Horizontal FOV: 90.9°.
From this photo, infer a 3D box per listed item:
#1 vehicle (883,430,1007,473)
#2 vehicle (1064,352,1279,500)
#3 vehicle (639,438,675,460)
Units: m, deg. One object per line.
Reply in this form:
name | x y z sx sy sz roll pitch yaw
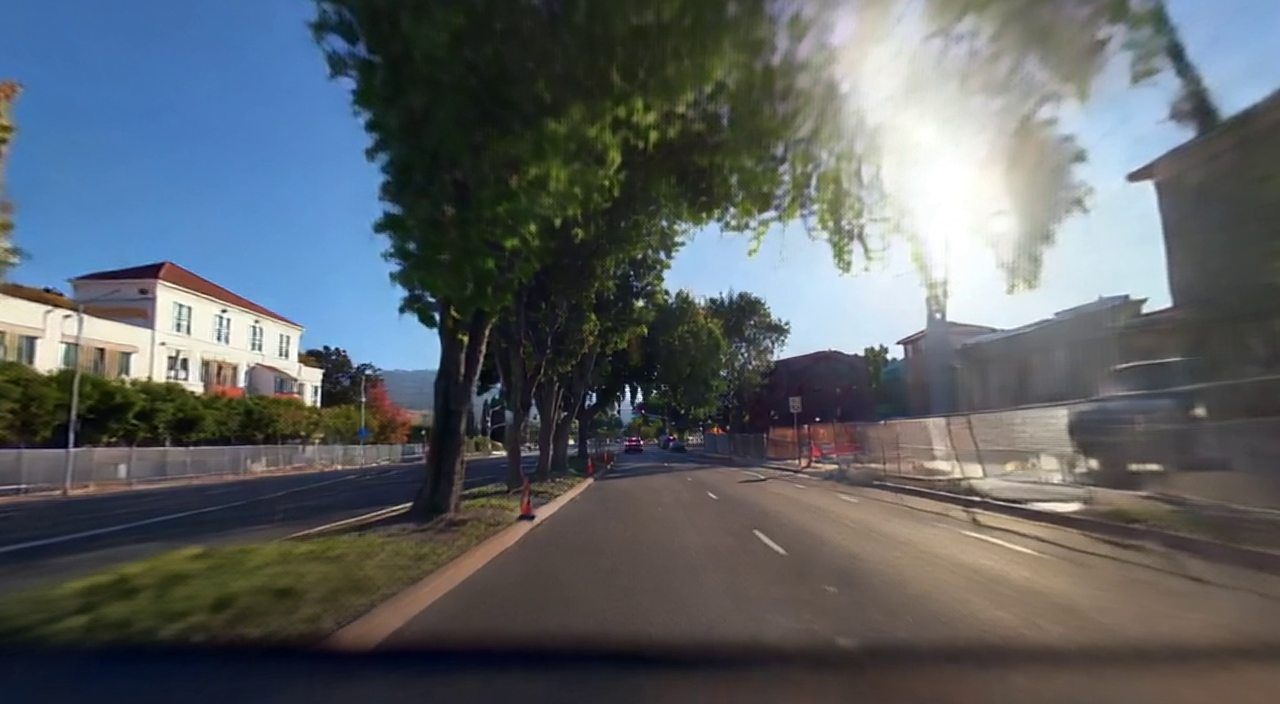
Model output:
vehicle | 12.288 4.000 25.759 1.948 1.466 4.520 -1 -7 -15
vehicle | 15.578 1.923 16.303 6.641 3.391 3.387 0 -8 -2
vehicle | 1.243 6.914 44.997 1.974 1.490 4.231 -2 -9 10
